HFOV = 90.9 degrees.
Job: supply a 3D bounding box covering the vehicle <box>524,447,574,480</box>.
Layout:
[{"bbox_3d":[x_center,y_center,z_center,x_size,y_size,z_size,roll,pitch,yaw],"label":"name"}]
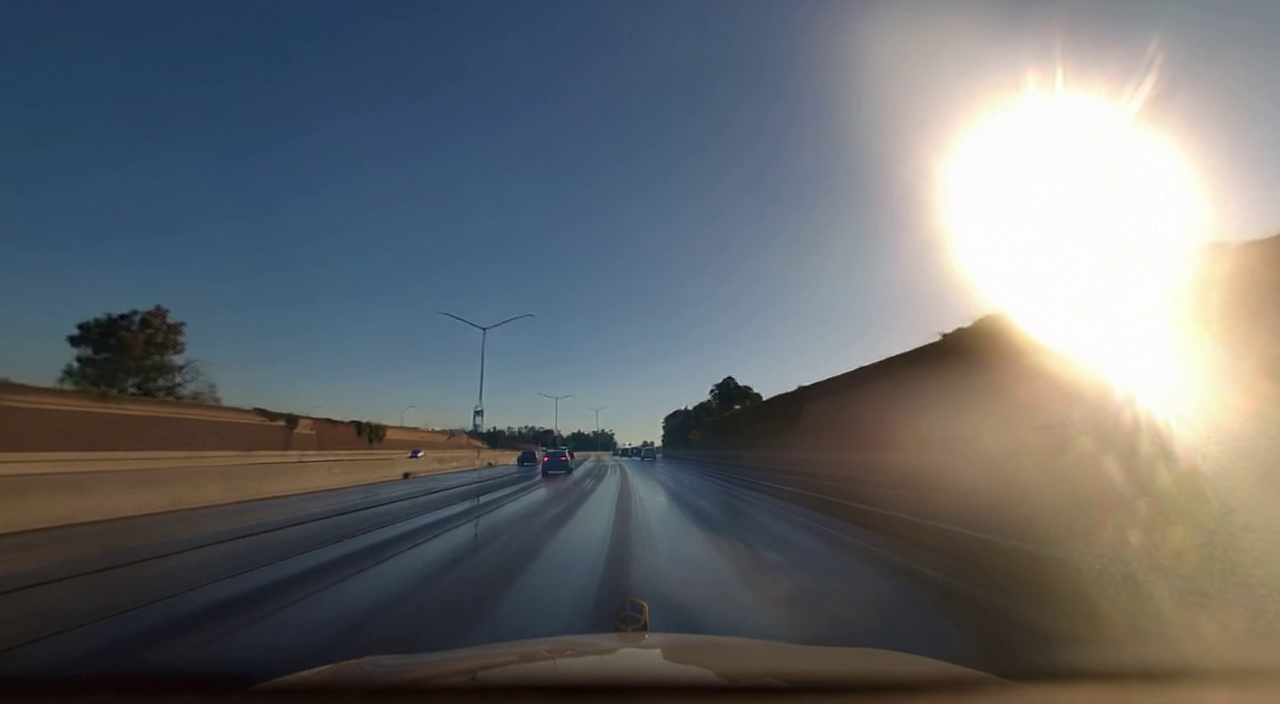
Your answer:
[{"bbox_3d":[-4.495,5.552,31.732,2.014,1.481,4.156,0,-8,-2],"label":"vehicle"}]
